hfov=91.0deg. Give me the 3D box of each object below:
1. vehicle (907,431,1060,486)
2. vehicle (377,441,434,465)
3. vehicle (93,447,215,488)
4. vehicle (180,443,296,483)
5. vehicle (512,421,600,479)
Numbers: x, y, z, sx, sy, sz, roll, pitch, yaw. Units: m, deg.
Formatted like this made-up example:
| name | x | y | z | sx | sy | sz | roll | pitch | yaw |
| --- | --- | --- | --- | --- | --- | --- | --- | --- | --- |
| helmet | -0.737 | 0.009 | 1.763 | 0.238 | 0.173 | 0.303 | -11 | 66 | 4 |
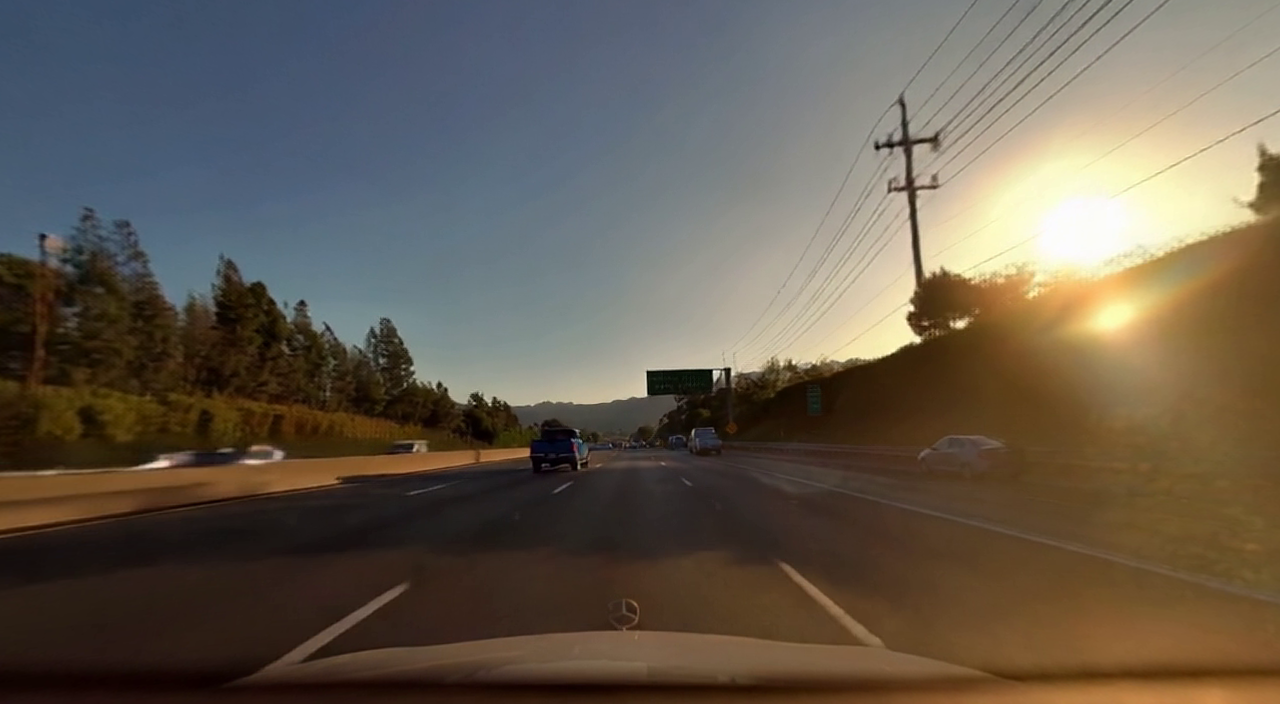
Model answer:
| name | x | y | z | sx | sy | sz | roll | pitch | yaw |
| --- | --- | --- | --- | --- | --- | --- | --- | --- | --- |
| vehicle | 10.396 | 3.256 | 19.560 | 2.076 | 1.470 | 4.644 | 0 | -9 | -1 |
| vehicle | -17.874 | 7.728 | 48.333 | 2.245 | 1.774 | 5.296 | 0 | -9 | 1 |
| vehicle | -21.901 | 5.187 | 28.638 | 1.892 | 1.704 | 4.500 | 0 | -9 | 0 |
| vehicle | -18.114 | 4.997 | 28.687 | 2.145 | 1.623 | 4.693 | 0 | -9 | 0 |
| vehicle | -3.159 | 3.930 | 25.294 | 2.508 | 2.023 | 6.176 | 0 | -9 | 2 |
